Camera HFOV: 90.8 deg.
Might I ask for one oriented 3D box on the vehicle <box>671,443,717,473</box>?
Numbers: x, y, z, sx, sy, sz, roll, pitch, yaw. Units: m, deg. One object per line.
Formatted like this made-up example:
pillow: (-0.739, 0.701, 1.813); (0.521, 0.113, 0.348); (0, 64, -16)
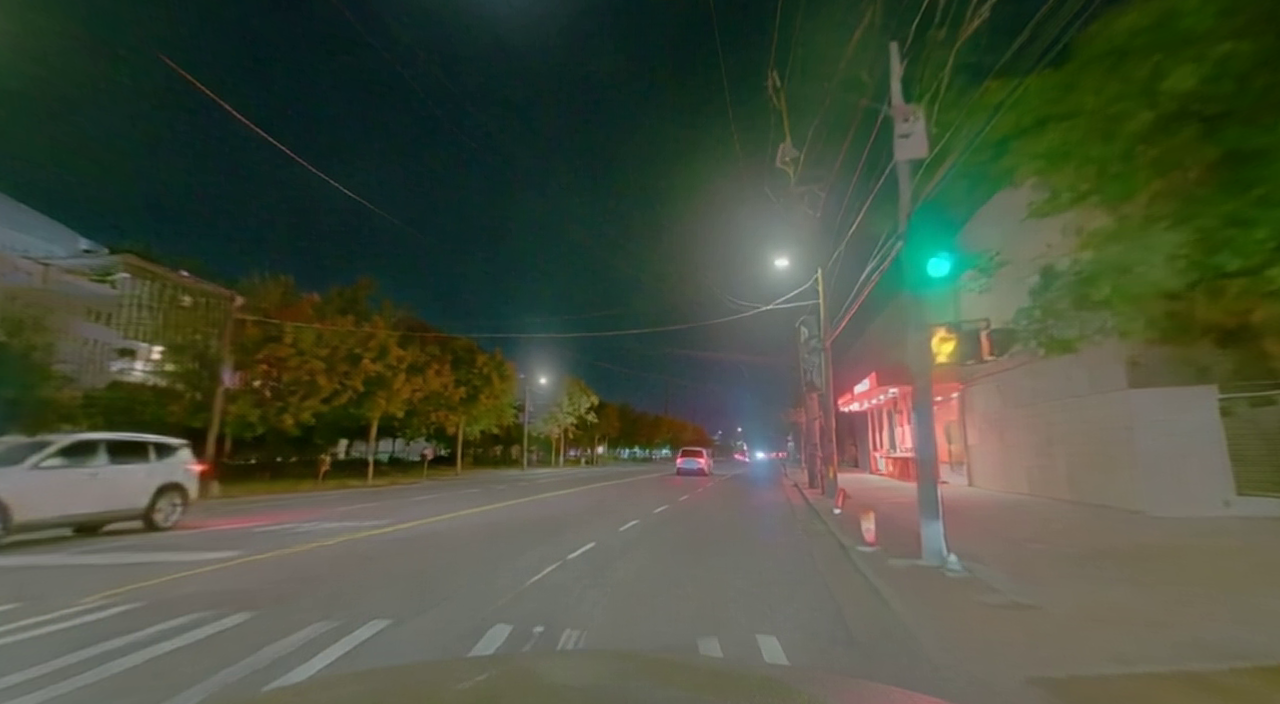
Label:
vehicle: (3.353, 6.458, 38.755); (2.101, 1.721, 4.364); (-2, -9, 14)

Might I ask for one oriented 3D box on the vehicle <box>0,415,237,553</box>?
vehicle: (-8.722, 1.893, 9.487); (2.017, 1.684, 4.483); (-1, -9, 7)
